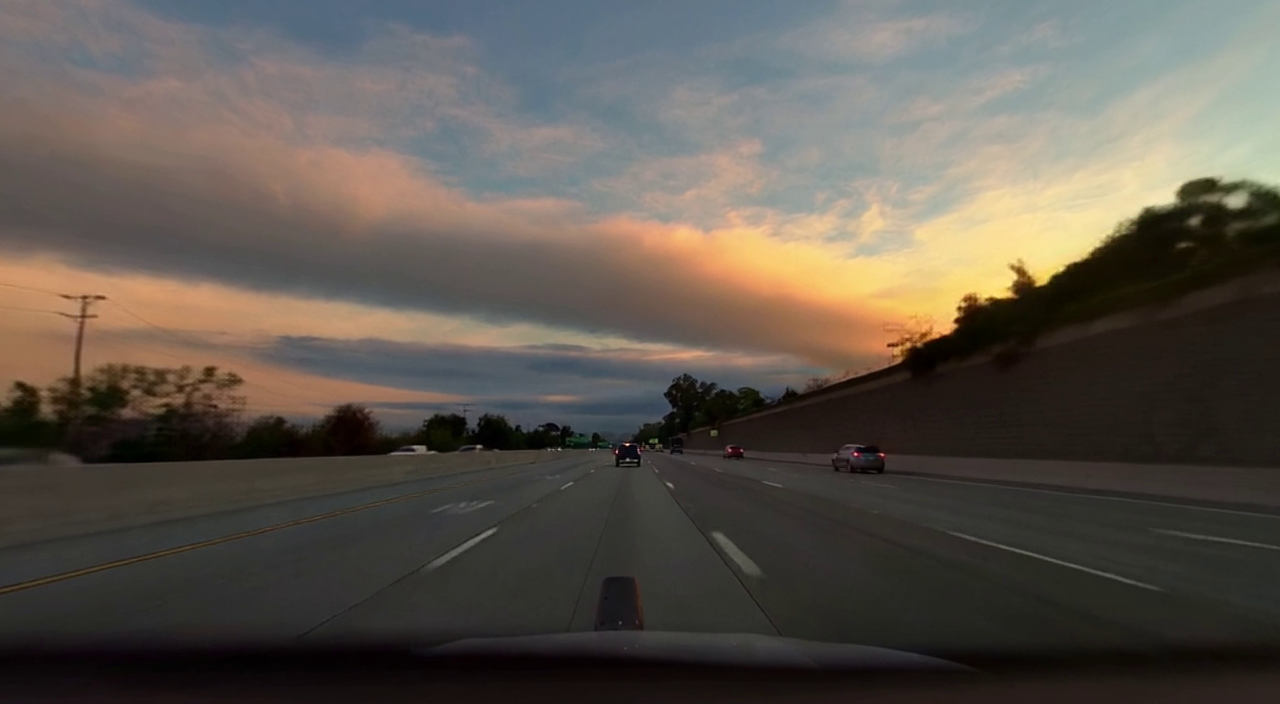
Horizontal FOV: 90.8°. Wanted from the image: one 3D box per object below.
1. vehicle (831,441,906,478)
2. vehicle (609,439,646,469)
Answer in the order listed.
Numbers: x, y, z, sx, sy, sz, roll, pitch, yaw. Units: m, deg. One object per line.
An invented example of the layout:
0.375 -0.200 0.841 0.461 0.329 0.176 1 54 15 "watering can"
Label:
11.113 5.226 31.097 1.912 1.673 4.438 0 -9 -1 "vehicle"
-0.768 6.181 38.434 2.121 1.739 4.087 0 -9 -1 "vehicle"
